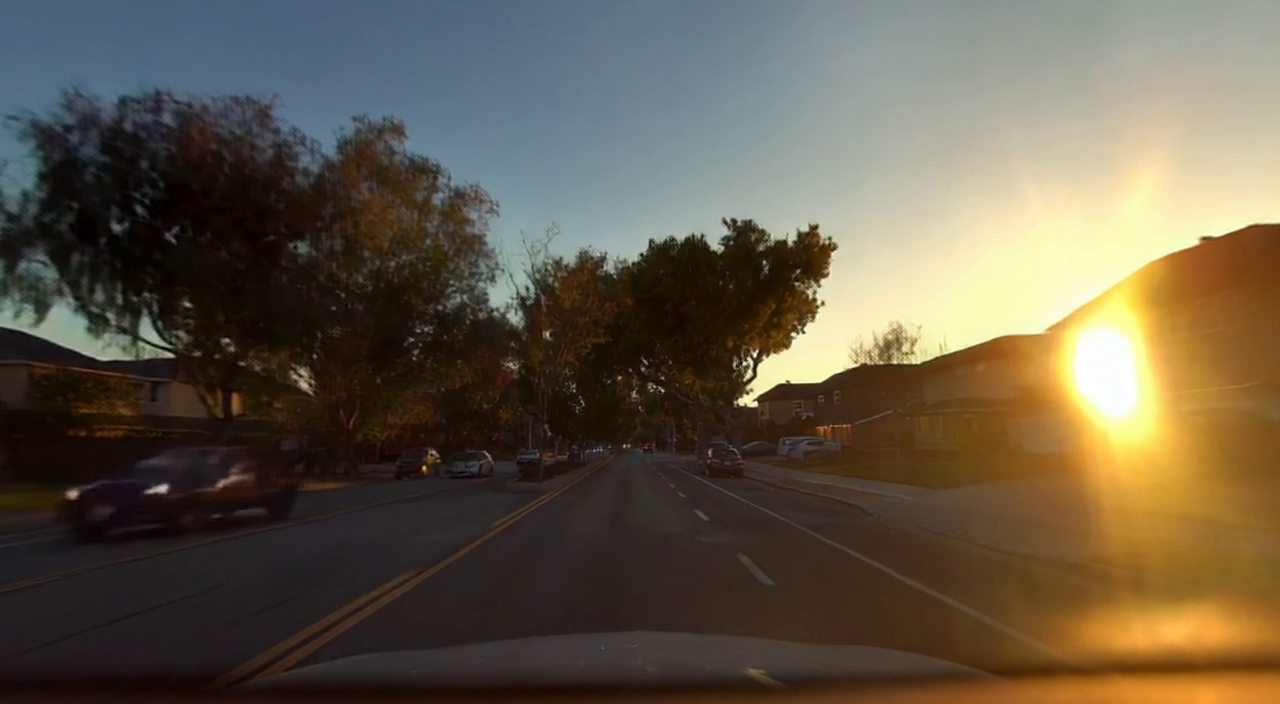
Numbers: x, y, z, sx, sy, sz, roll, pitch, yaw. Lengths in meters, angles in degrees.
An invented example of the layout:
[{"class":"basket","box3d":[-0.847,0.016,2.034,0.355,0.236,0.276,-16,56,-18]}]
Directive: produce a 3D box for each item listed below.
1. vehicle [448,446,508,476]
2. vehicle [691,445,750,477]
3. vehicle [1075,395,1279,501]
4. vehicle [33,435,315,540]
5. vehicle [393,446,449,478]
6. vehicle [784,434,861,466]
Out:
[{"class":"vehicle","box3d":[-8.670,5.863,34.250,1.986,1.442,4.602,0,-8,1]},{"class":"vehicle","box3d":[3.848,5.317,31.100,1.946,1.431,4.695,1,-8,-5]},{"class":"vehicle","box3d":[11.986,1.866,12.892,4.625,1.711,1.910,-6,-8,1]},{"class":"vehicle","box3d":[-8.581,2.487,12.330,2.030,1.632,4.520,0,-8,0]},{"class":"vehicle","box3d":[-13.379,6.688,38.853,1.978,1.706,4.310,-3,-8,-1]},{"class":"vehicle","box3d":[10.946,5.900,38.077,3.999,1.599,1.819,-4,-8,0]}]
